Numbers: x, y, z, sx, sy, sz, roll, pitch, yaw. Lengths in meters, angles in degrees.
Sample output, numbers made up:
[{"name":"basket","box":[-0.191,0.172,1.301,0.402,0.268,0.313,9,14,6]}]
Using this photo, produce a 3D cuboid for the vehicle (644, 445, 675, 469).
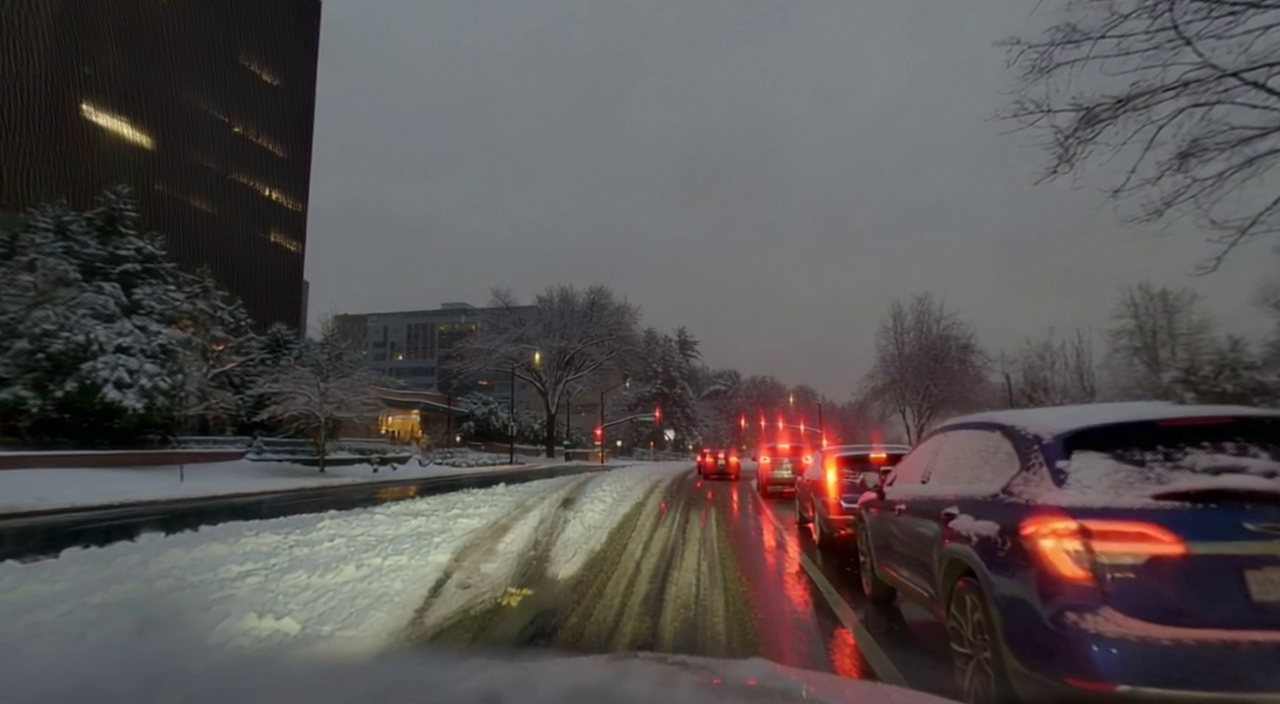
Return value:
[{"name":"vehicle","box":[1.549,8.146,49.152,2.121,1.728,4.161,-1,-9,5]}]

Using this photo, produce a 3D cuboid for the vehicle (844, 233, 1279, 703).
[{"name":"vehicle","box":[2.475,0.968,3.157,2.092,1.703,4.870,-2,-9,11]}]

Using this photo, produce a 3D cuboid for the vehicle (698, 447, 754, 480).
[{"name":"vehicle","box":[4.257,5.597,31.813,2.183,1.553,3.923,0,-9,-2]}]
